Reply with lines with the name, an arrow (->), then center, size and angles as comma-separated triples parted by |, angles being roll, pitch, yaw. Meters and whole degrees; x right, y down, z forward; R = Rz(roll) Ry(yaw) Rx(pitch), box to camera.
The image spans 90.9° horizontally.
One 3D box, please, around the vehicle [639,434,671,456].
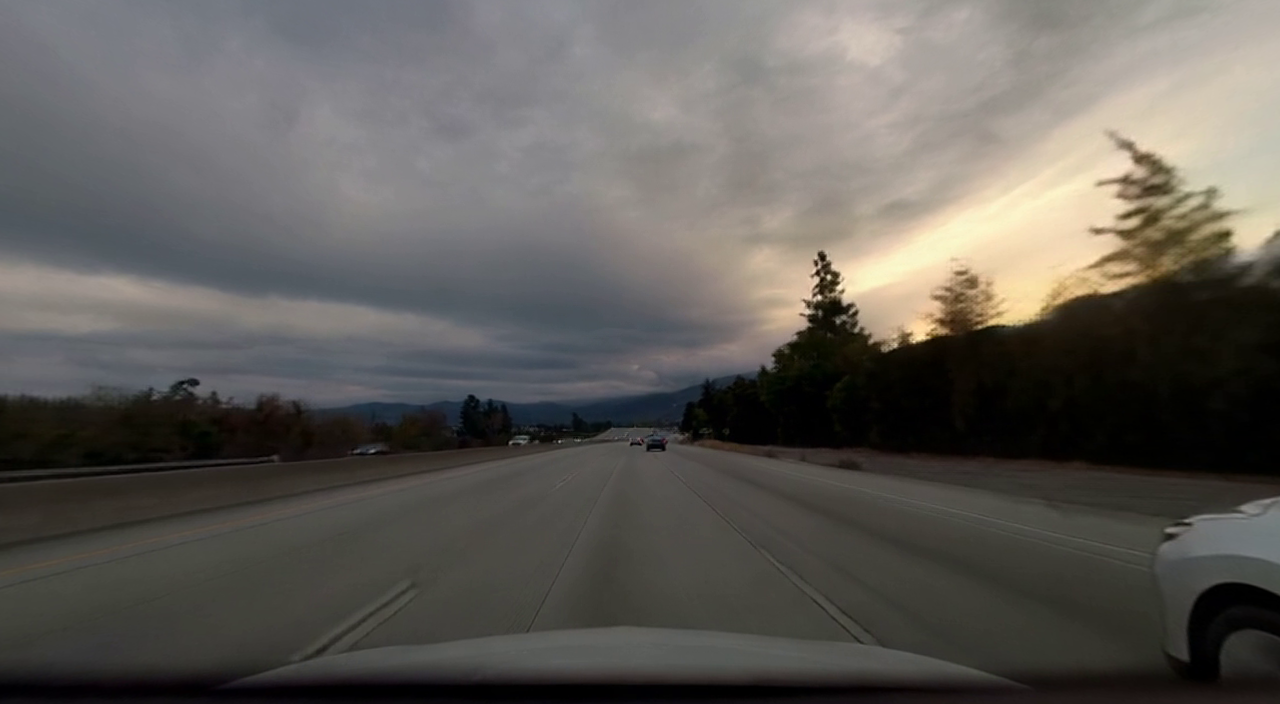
vehicle -> 0.967, 6.243, 42.468 | 1.911, 1.449, 3.776 | 0, -8, -3
